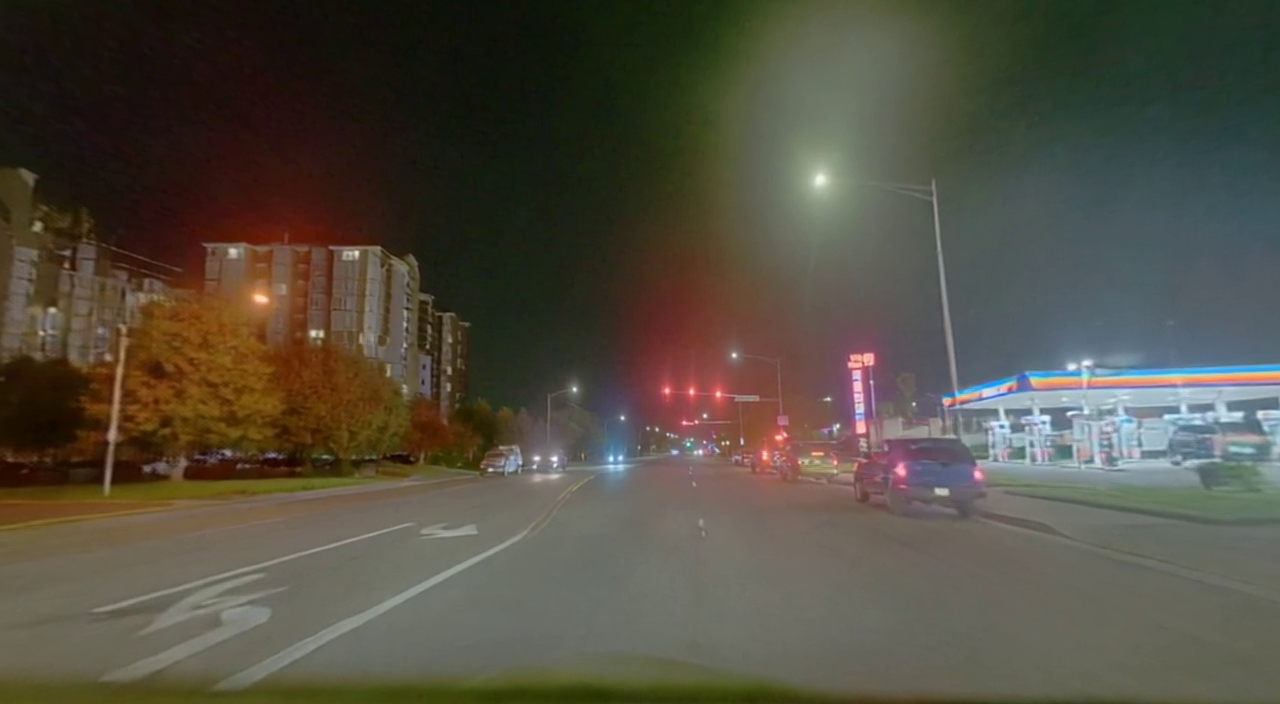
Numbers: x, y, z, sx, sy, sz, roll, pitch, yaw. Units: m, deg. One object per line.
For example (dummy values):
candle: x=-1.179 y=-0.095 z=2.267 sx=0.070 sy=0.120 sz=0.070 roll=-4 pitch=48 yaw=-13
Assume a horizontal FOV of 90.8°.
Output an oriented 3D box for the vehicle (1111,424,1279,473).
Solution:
vehicle: x=18.922 y=3.234 z=21.185 sx=4.421 sy=1.548 sz=2.061 roll=-1 pitch=-9 yaw=6

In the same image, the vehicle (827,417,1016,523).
vehicle: x=5.832 y=2.513 z=13.990 sx=2.194 sy=1.896 sz=5.049 roll=-1 pitch=-9 yaw=5

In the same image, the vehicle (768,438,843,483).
vehicle: x=6.812 y=4.526 z=26.667 sx=1.995 sy=1.720 sz=5.067 roll=0 pitch=-9 yaw=2

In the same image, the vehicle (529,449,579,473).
vehicle: x=-5.901 y=7.554 z=44.030 sx=2.007 sy=1.606 sz=4.764 roll=-2 pitch=-9 yaw=11

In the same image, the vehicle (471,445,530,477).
vehicle: x=-9.420 y=7.384 z=43.141 sx=2.214 sy=1.994 sz=5.721 roll=-1 pitch=-9 yaw=5
